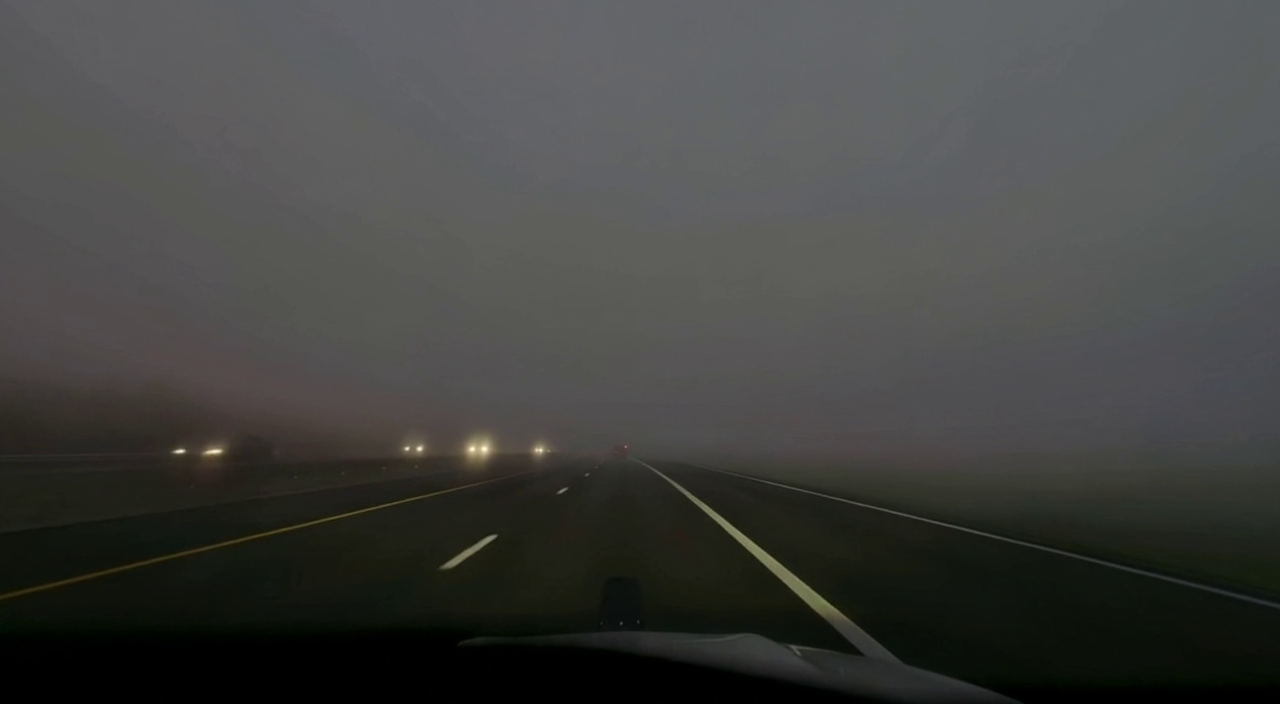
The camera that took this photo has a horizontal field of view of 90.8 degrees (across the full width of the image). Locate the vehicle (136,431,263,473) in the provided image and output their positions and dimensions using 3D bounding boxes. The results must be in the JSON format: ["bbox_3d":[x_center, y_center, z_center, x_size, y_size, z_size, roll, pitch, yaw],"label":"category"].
[{"bbox_3d":[-17.632,4.047,25.564,1.888,1.530,4.430,0,-9,0],"label":"vehicle"}]
